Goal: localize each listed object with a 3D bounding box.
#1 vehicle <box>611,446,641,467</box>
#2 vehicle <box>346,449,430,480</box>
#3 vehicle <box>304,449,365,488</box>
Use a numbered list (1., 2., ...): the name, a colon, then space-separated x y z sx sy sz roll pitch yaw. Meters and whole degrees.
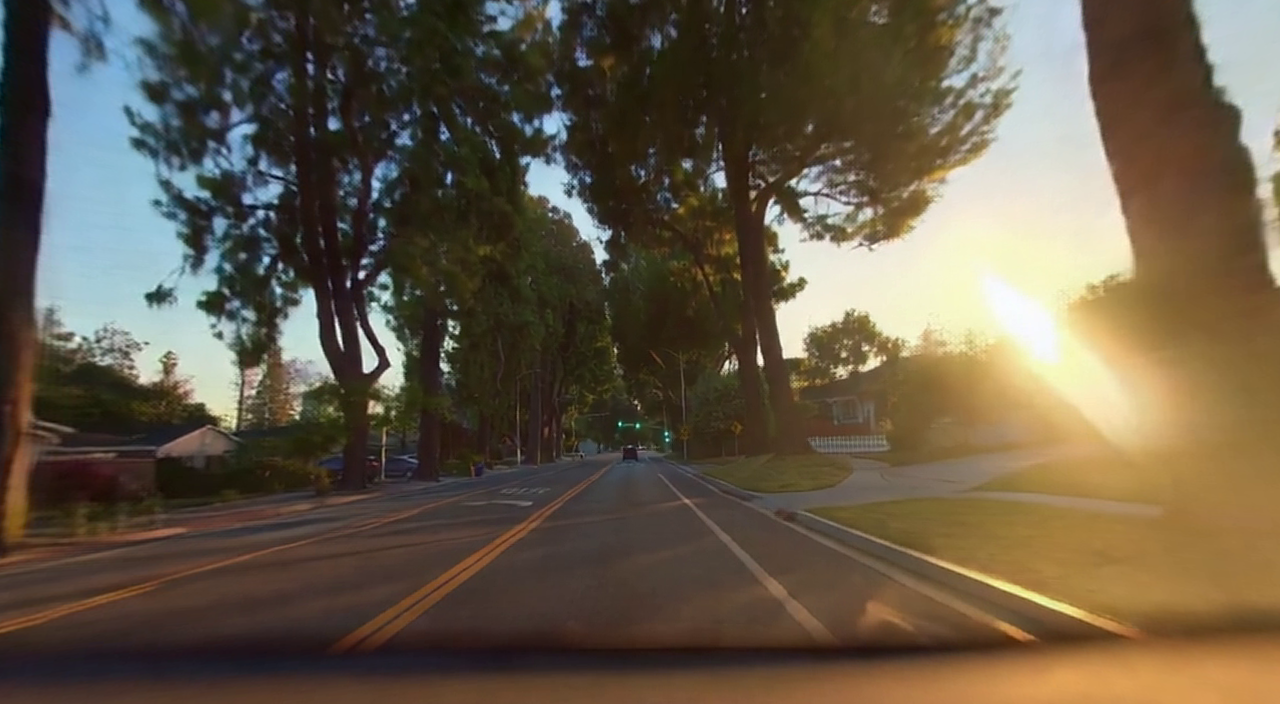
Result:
1. vehicle: -1.010 7.638 46.327 2.104 1.500 3.815 1 -9 -2
2. vehicle: -16.261 7.266 40.931 2.043 1.803 4.631 -11 -13 37
3. vehicle: -16.824 6.355 35.115 2.378 1.922 5.801 3 -9 -20
